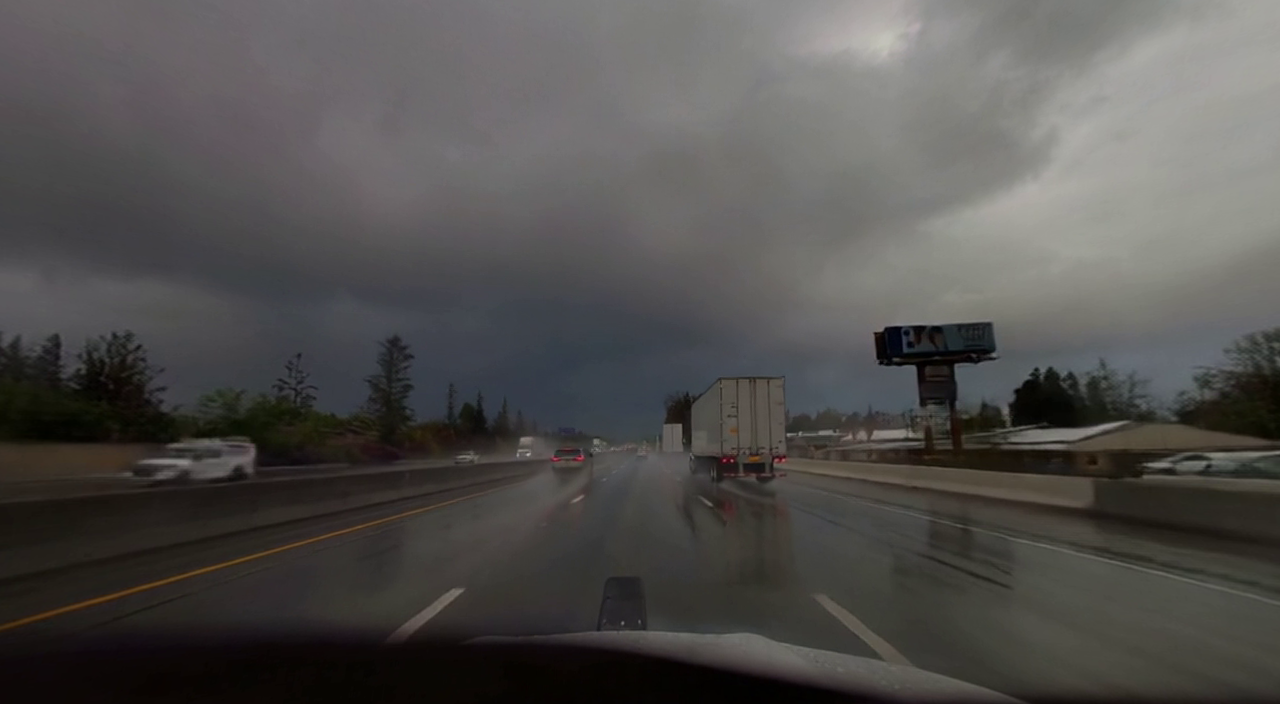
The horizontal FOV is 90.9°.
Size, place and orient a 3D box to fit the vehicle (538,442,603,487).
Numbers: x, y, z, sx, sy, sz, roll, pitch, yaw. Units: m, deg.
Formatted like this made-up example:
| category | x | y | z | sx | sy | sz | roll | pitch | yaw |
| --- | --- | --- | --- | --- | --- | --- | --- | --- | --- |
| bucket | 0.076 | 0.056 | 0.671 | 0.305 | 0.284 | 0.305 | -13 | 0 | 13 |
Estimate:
| category | x | y | z | sx | sy | sz | roll | pitch | yaw |
| --- | --- | --- | --- | --- | --- | --- | --- | --- | --- |
| vehicle | -2.989 | 4.969 | 28.224 | 2.291 | 1.788 | 4.825 | 0 | -9 | 1 |

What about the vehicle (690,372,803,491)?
| category | x | y | z | sx | sy | sz | roll | pitch | yaw |
| --- | --- | --- | --- | --- | --- | --- | --- | --- | --- |
| vehicle | 4.382 | 3.913 | 29.701 | 2.826 | 4.269 | 14.176 | 0 | -9 | 0 |
